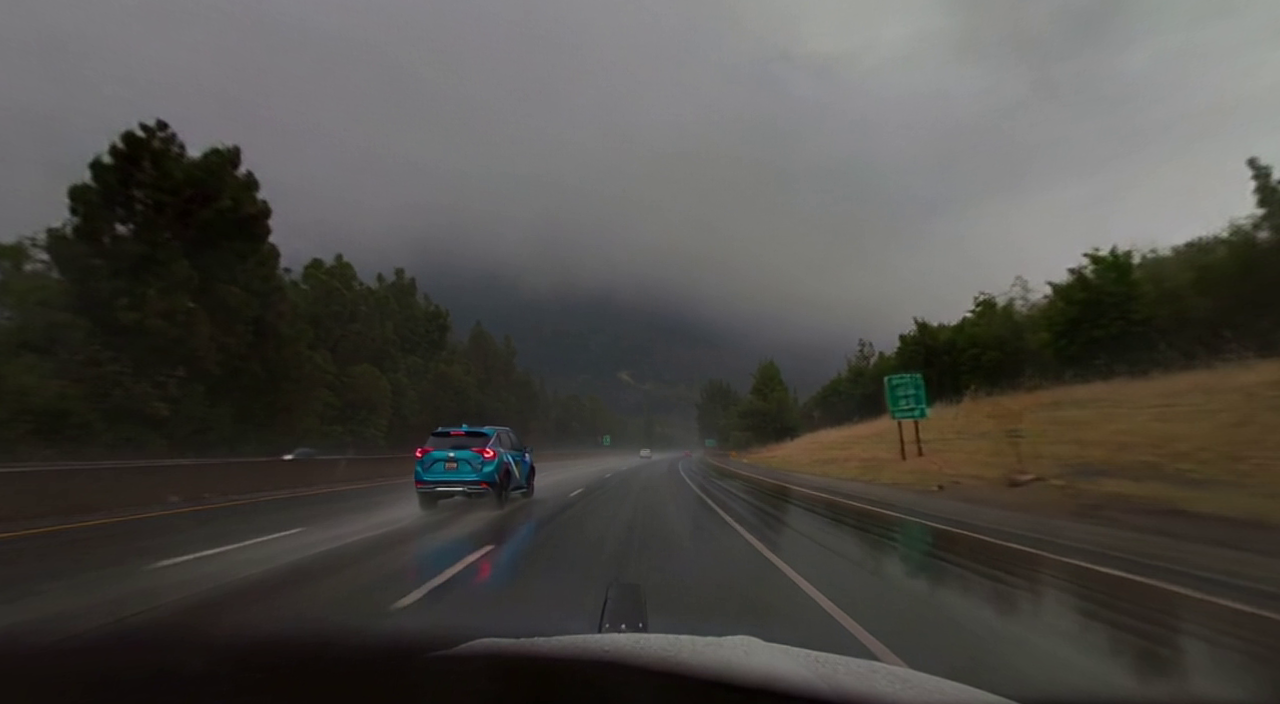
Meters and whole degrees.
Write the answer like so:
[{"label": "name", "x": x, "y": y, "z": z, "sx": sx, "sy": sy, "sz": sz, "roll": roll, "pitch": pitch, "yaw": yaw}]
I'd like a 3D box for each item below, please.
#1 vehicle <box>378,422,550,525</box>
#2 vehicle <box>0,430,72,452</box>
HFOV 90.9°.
[{"label": "vehicle", "x": -3.461, "y": 2.500, "z": 13.559, "sx": 2.183, "sy": 1.803, "sz": 4.685, "roll": 0, "pitch": -8, "yaw": 2}, {"label": "vehicle", "x": -44.540, "y": 6.517, "z": 45.919, "sx": 1.834, "sy": 1.497, "sz": 4.697, "roll": 0, "pitch": -8, "yaw": 3}]
